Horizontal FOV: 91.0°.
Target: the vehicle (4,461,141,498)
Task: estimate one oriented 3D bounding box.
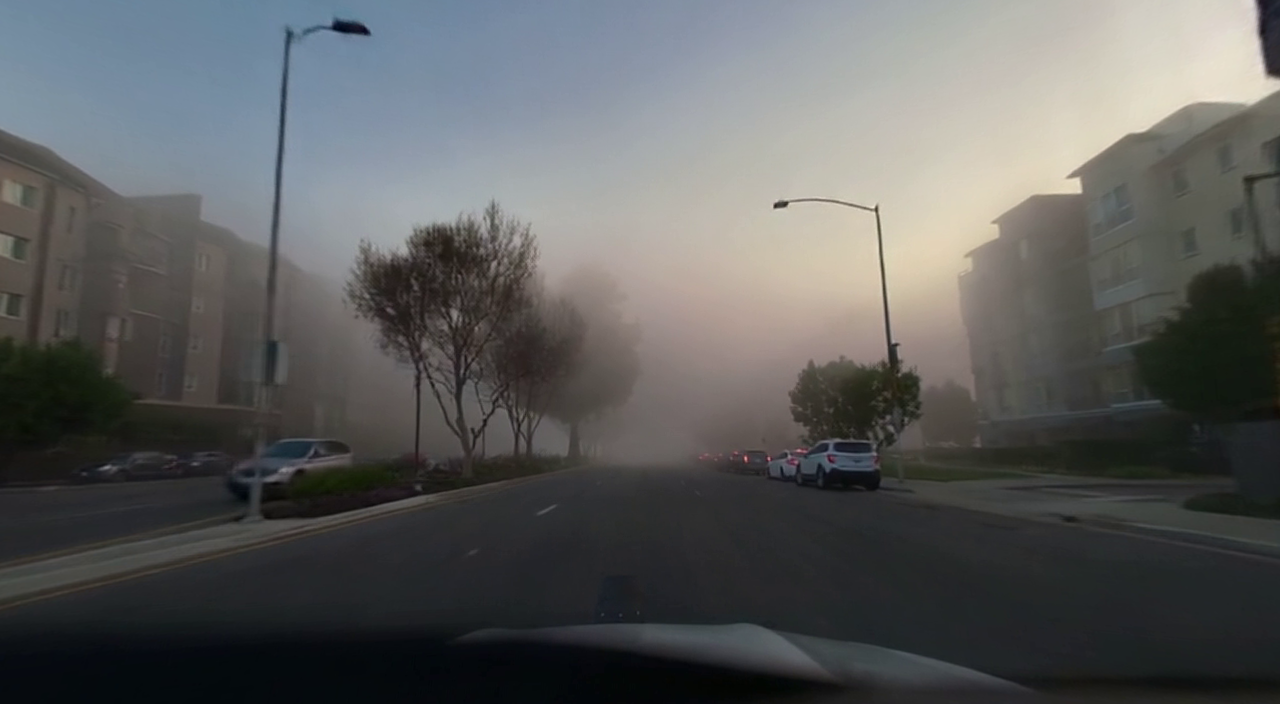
[{"bbox_3d":[-25.721,5.772,28.798,1.931,1.427,4.578,0,-9,1],"label":"vehicle"}]

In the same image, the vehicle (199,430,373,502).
[{"bbox_3d":[-11.805,3.828,21.727,2.445,2.105,5.995,0,-9,0],"label":"vehicle"}]

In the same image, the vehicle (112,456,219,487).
[{"bbox_3d":[-25.605,6.434,34.189,1.939,1.514,4.793,-1,-9,2],"label":"vehicle"}]

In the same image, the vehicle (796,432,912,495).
[{"bbox_3d":[7.116,3.749,21.588,2.241,1.877,4.810,0,-9,0],"label":"vehicle"}]

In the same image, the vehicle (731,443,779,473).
[{"bbox_3d":[6.884,6.345,38.022,2.078,1.699,4.292,0,-9,0],"label":"vehicle"}]
